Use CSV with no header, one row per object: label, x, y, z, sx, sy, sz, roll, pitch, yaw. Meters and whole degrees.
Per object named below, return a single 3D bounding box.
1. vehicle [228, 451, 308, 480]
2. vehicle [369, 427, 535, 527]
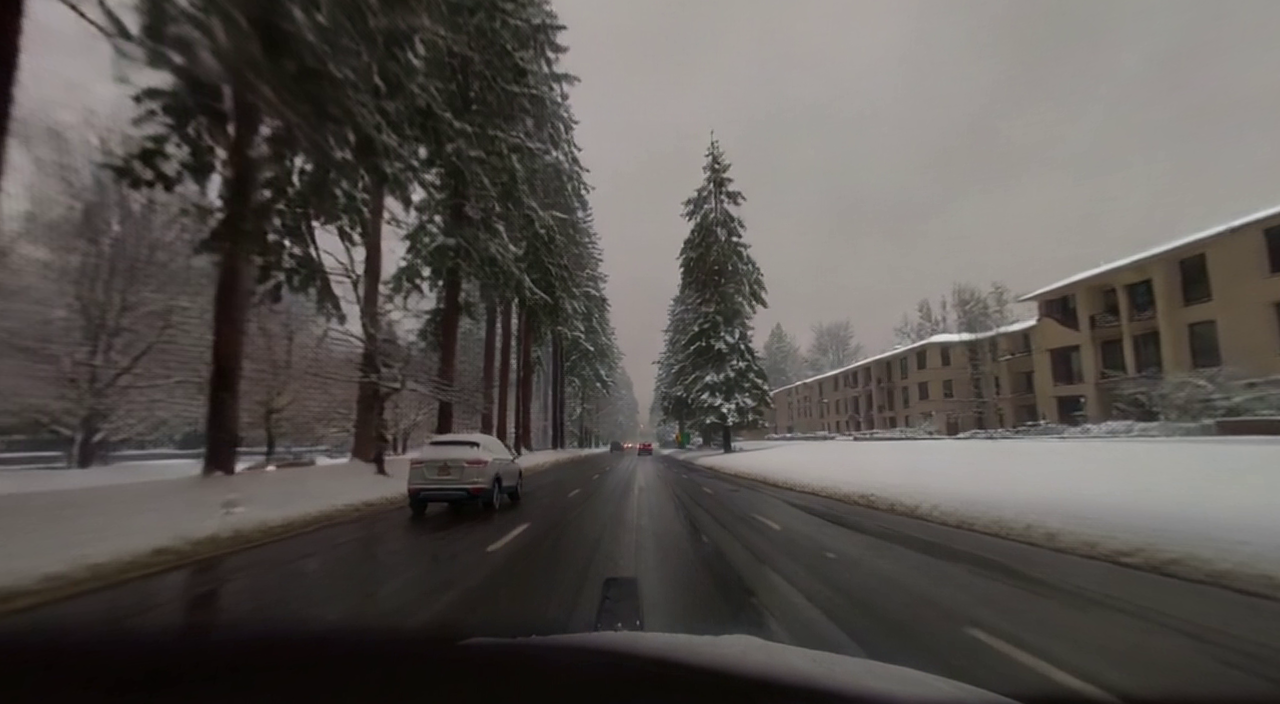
vehicle,-20.794,6.333,35.550,1.773,1.457,4.419,0,-8,1
vehicle,-3.379,2.326,12.340,1.942,1.588,4.172,0,-8,0
